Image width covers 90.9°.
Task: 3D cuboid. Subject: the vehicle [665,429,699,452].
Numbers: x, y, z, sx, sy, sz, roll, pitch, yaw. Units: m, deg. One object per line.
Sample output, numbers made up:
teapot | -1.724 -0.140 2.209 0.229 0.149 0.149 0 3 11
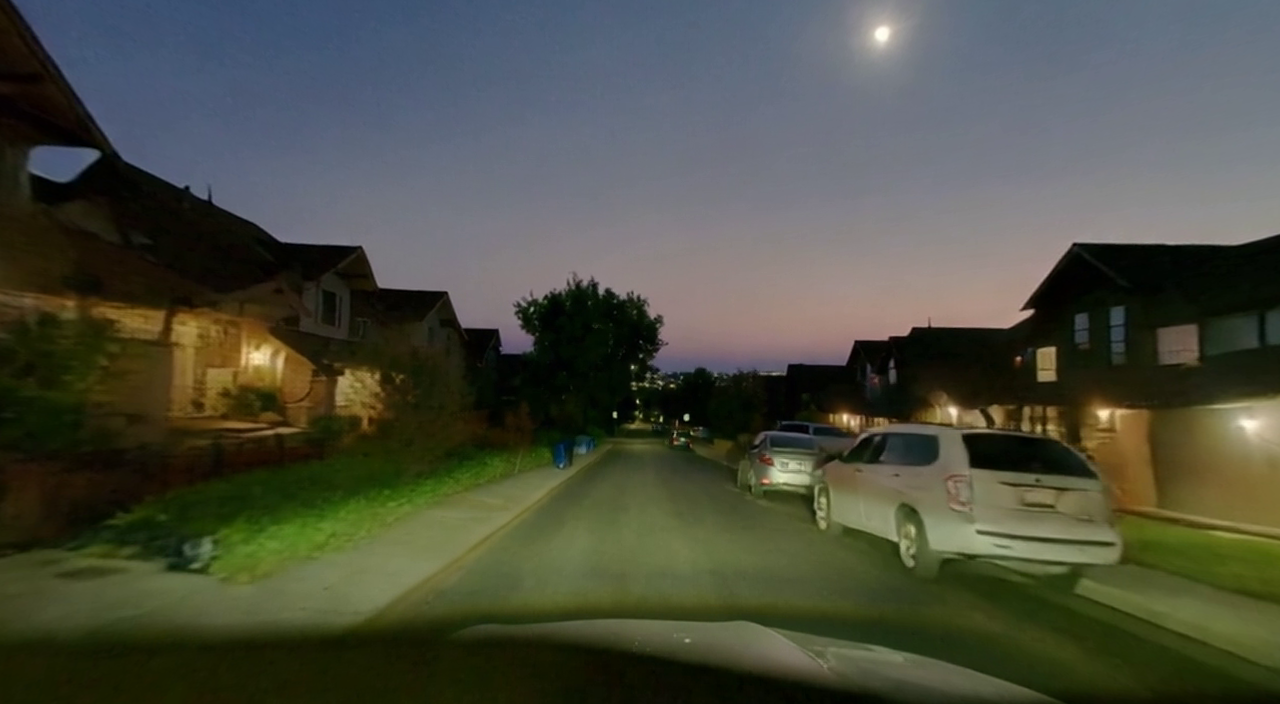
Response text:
vehicle | 2.929 6.197 44.461 1.955 1.498 4.046 0 -7 -3

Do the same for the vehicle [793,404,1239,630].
vehicle | 3.263 1.451 6.855 2.006 1.603 4.553 0 -7 -1
